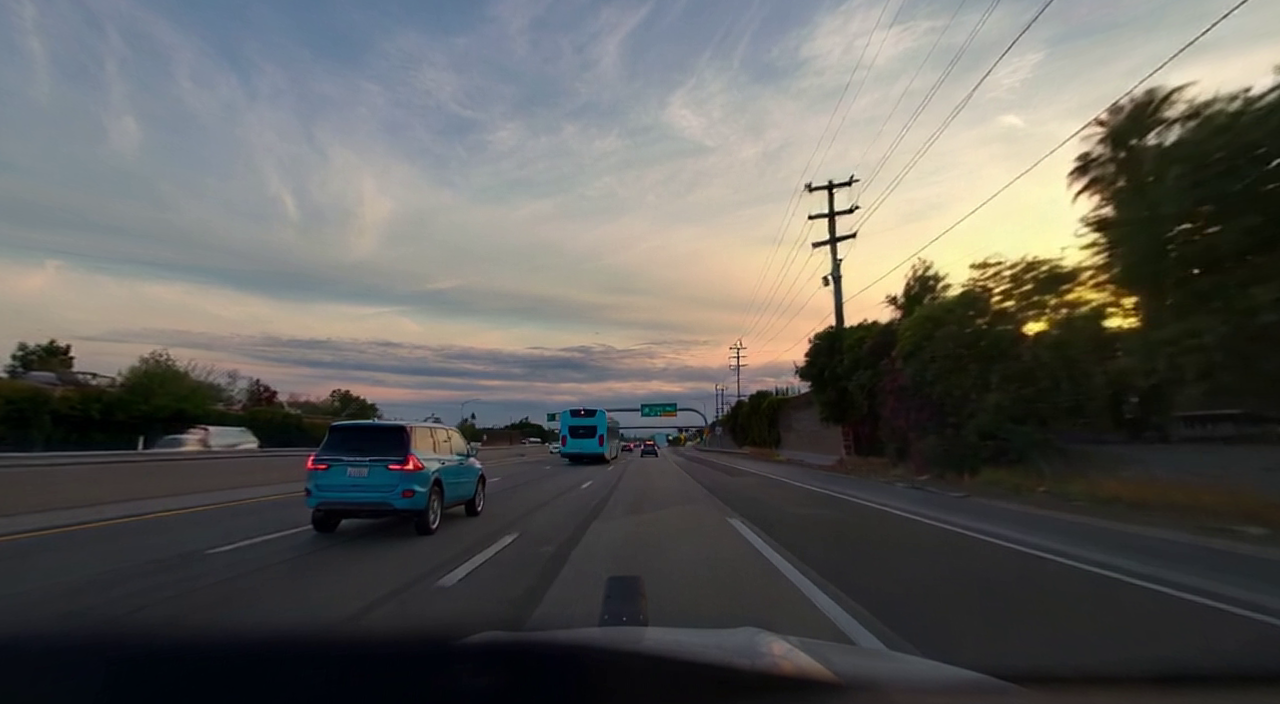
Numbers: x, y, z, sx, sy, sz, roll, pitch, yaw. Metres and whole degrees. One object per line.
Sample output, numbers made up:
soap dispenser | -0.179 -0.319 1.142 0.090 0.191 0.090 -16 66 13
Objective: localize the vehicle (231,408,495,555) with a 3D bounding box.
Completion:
vehicle | -3.779 1.851 9.651 2.021 1.730 4.223 0 -8 1

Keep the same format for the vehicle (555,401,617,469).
vehicle | -3.189 5.453 40.788 2.964 3.735 11.465 0 -8 0
